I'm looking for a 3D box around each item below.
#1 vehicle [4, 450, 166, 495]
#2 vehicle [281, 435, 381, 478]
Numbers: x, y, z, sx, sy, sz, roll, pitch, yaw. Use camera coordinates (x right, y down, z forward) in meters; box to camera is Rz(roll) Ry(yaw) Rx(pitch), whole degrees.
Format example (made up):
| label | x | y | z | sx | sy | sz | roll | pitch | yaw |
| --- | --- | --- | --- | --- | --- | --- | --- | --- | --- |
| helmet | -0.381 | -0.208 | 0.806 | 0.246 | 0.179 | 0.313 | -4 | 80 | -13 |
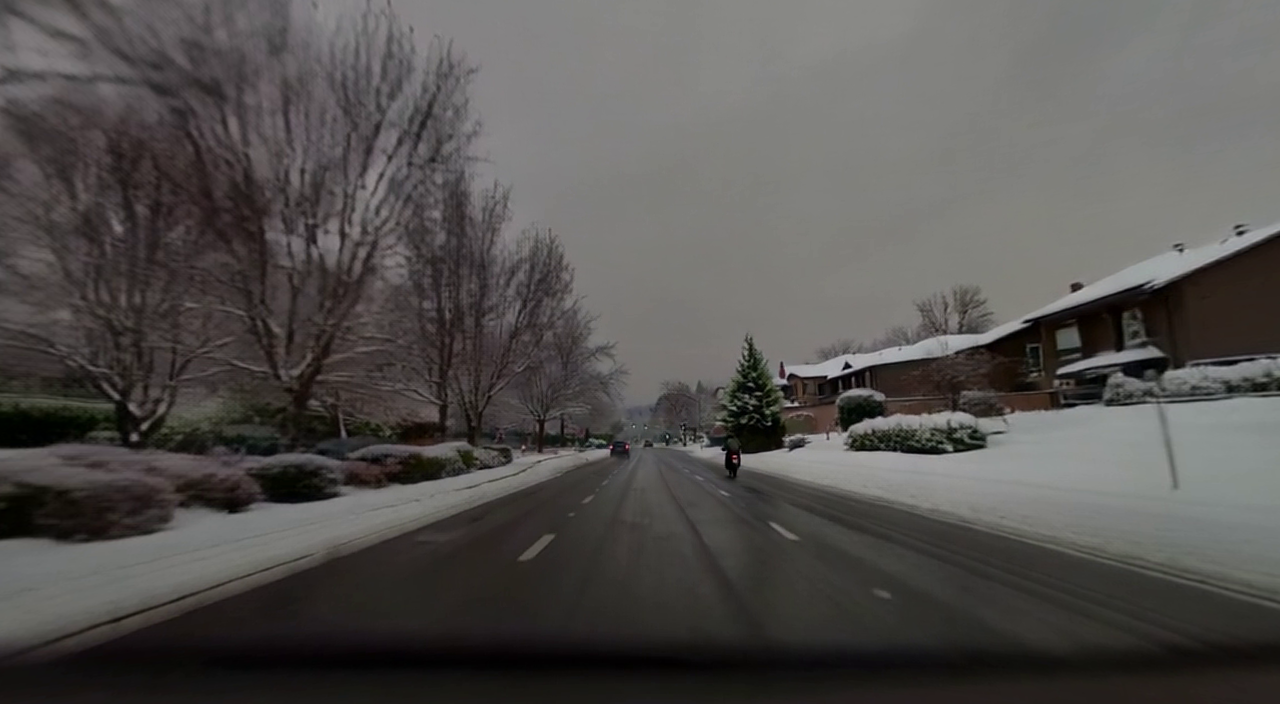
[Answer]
| label | x | y | z | sx | sy | sz | roll | pitch | yaw |
| --- | --- | --- | --- | --- | --- | --- | --- | --- | --- |
| vehicle | -21.109 | 4.573 | 24.323 | 1.888 | 1.487 | 4.721 | 0 | -8 | 1 |
| vehicle | -13.479 | 4.588 | 27.884 | 2.103 | 1.699 | 4.474 | 0 | -8 | 1 |
